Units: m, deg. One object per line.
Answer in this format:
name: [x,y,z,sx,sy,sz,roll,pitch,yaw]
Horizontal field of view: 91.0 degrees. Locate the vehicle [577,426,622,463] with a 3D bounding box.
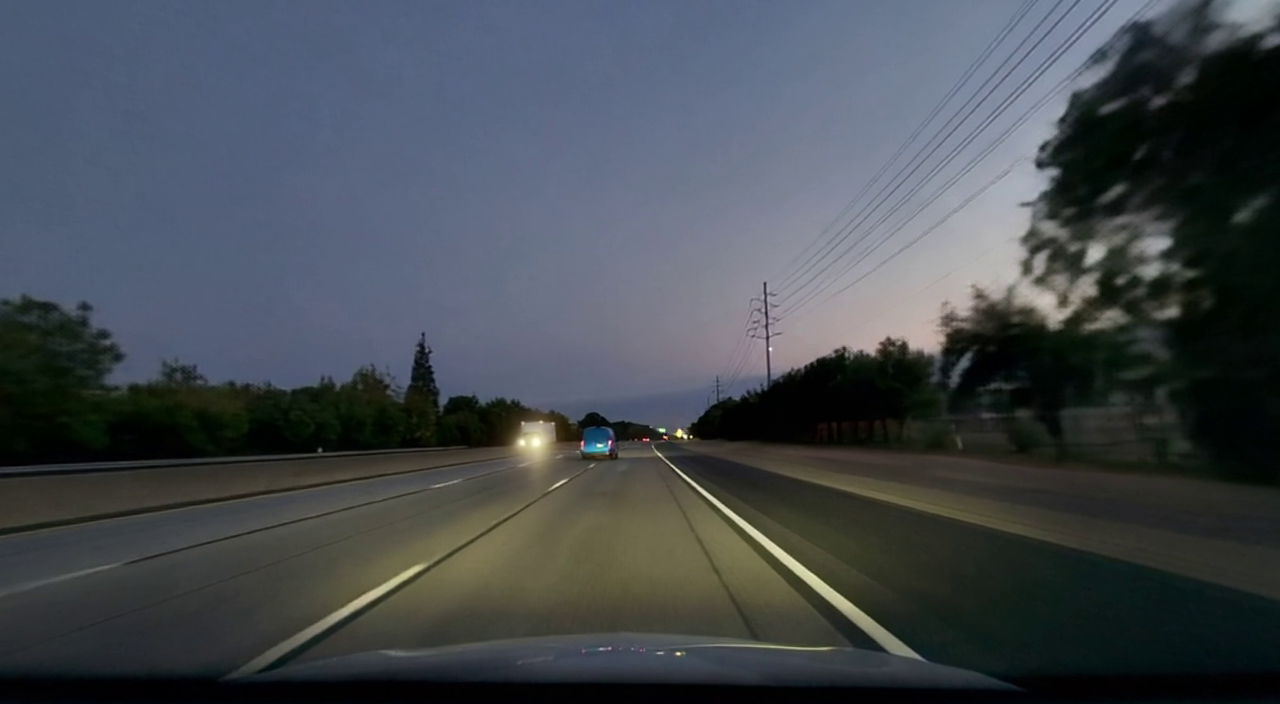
vehicle: [-2.077,4.912,33.543,2.041,1.856,4.353,0,-8,1]
